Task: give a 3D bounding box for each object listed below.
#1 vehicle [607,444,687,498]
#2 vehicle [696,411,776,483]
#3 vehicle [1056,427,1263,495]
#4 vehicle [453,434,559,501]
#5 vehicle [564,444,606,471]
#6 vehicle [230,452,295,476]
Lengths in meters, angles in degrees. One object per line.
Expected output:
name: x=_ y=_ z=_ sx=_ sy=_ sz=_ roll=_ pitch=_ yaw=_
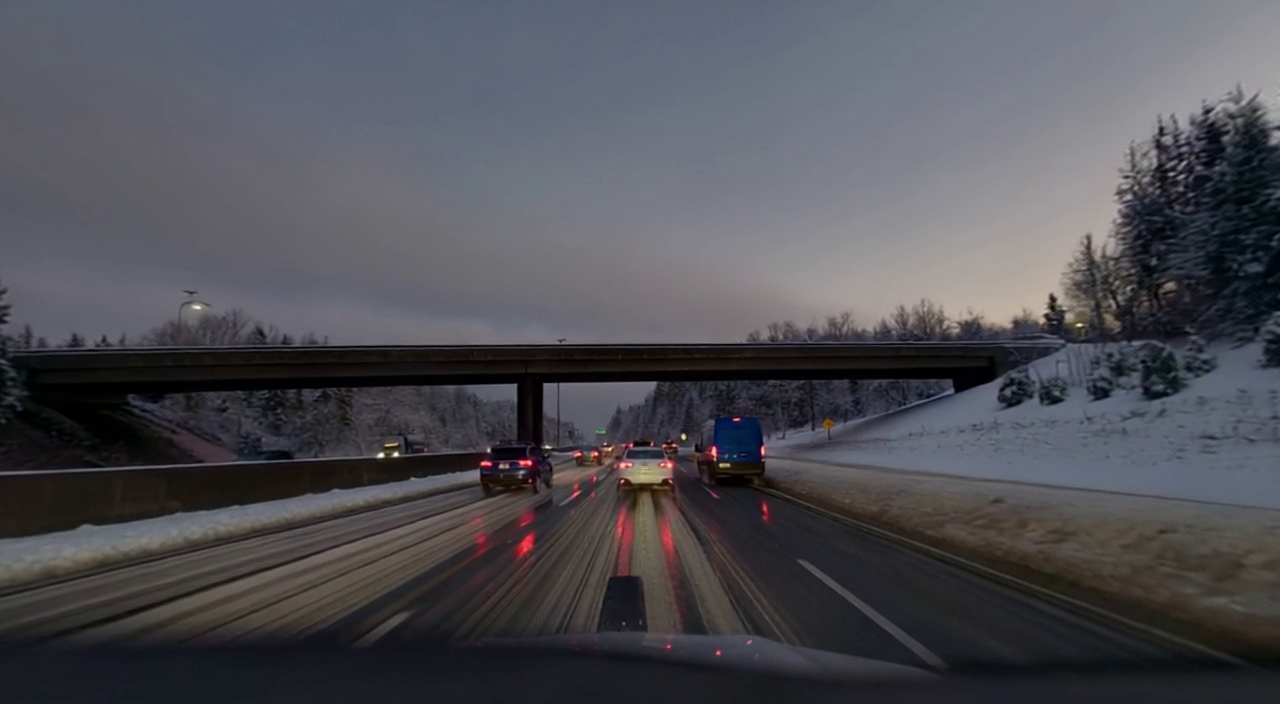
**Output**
vehicle: x=0.173 y=3.563 z=19.303 sx=2.174 sy=1.467 sz=4.005 roll=0 pitch=-8 yaw=0
vehicle: x=4.028 y=4.189 z=27.934 sx=2.436 sy=2.745 sz=6.607 roll=0 pitch=-8 yaw=0
vehicle: x=16.254 y=3.443 z=20.248 sx=2.189 sy=1.869 sz=5.080 roll=0 pitch=-8 yaw=-1
vehicle: x=-3.761 y=3.327 z=18.533 sx=2.078 sy=1.706 sz=4.298 roll=0 pitch=-8 yaw=1
vehicle: x=-3.582 y=6.976 z=41.958 sx=2.258 sy=1.655 sz=4.397 roll=0 pitch=-8 yaw=1
vehicle: x=-26.059 y=7.704 z=43.695 sx=1.987 sy=1.487 sz=3.758 roll=0 pitch=-8 yaw=3
